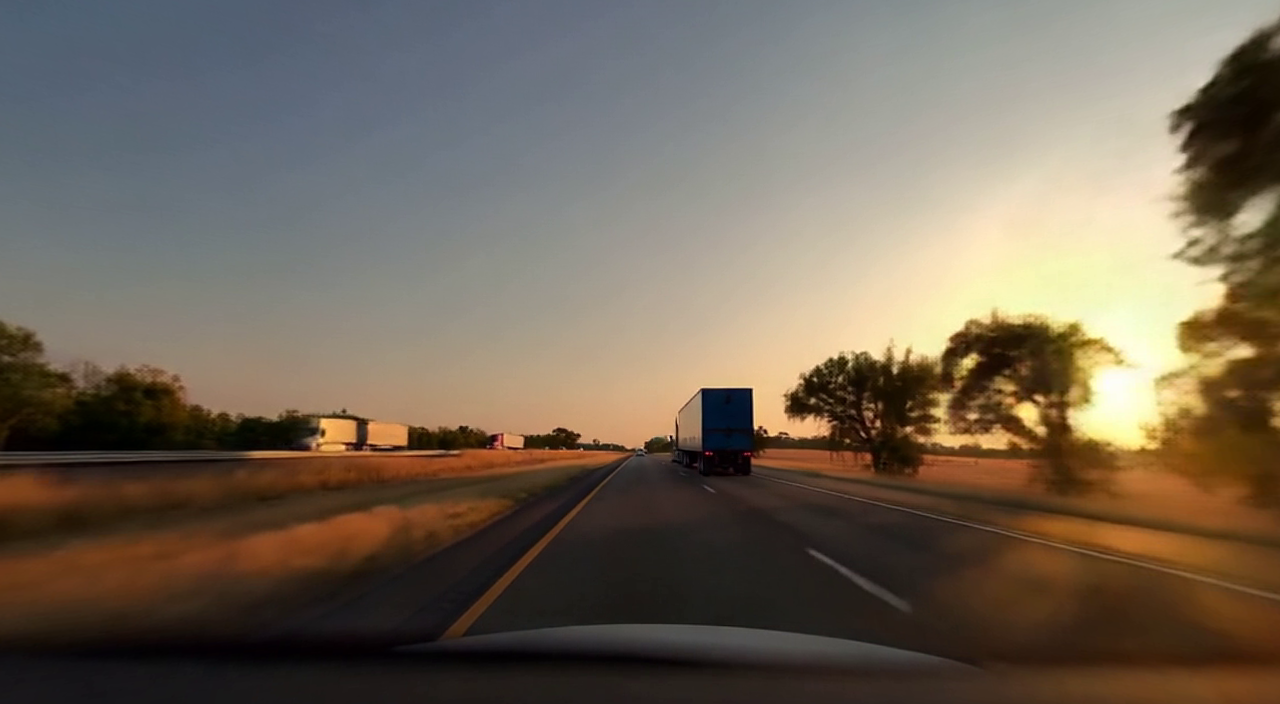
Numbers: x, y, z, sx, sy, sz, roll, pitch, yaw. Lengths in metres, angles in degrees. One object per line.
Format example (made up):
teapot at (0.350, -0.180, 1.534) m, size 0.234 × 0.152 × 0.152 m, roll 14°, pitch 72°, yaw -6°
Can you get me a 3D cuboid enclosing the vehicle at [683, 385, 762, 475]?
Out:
vehicle at (4.341, 4.663, 36.213) m, size 2.818 × 4.206 × 12.987 m, roll 0°, pitch -9°, yaw 0°
